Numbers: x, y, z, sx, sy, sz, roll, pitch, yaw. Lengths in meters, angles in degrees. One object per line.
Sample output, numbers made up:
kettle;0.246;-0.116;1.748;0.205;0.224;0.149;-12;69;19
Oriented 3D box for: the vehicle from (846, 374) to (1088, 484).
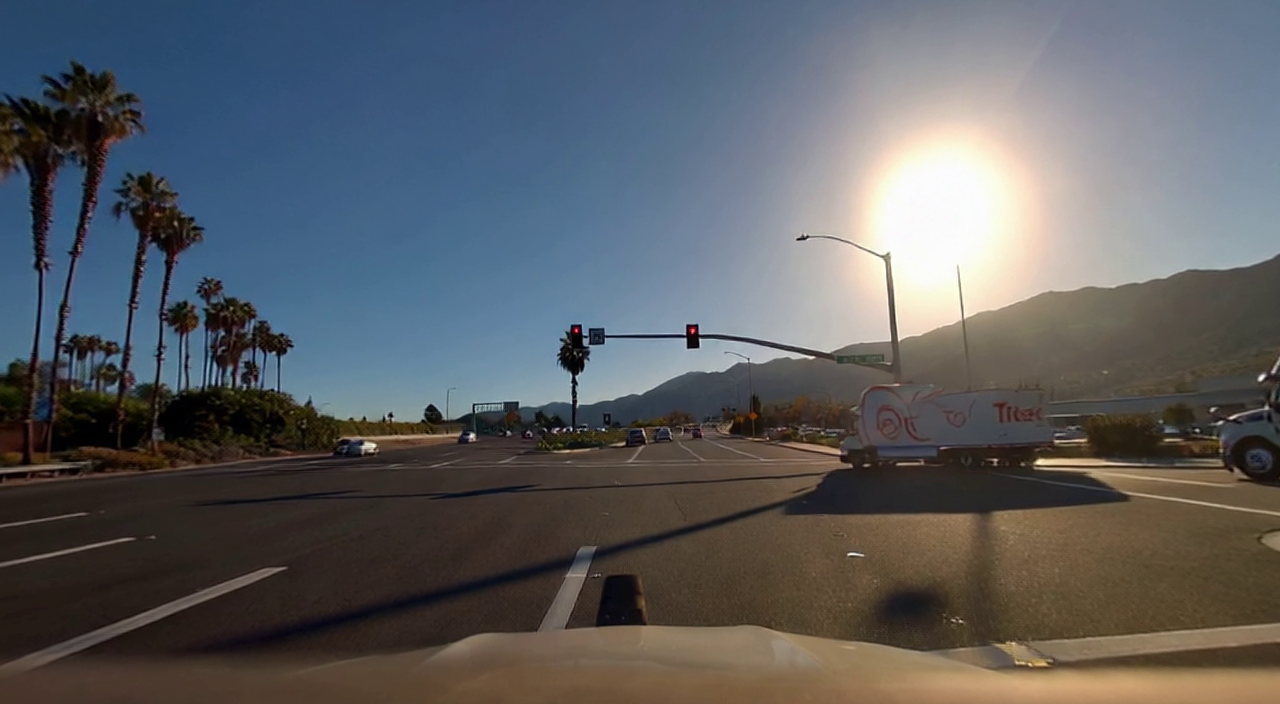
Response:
vehicle;11.551;2.849;22.728;7.088;3.414;3.237;-5;-10;30
